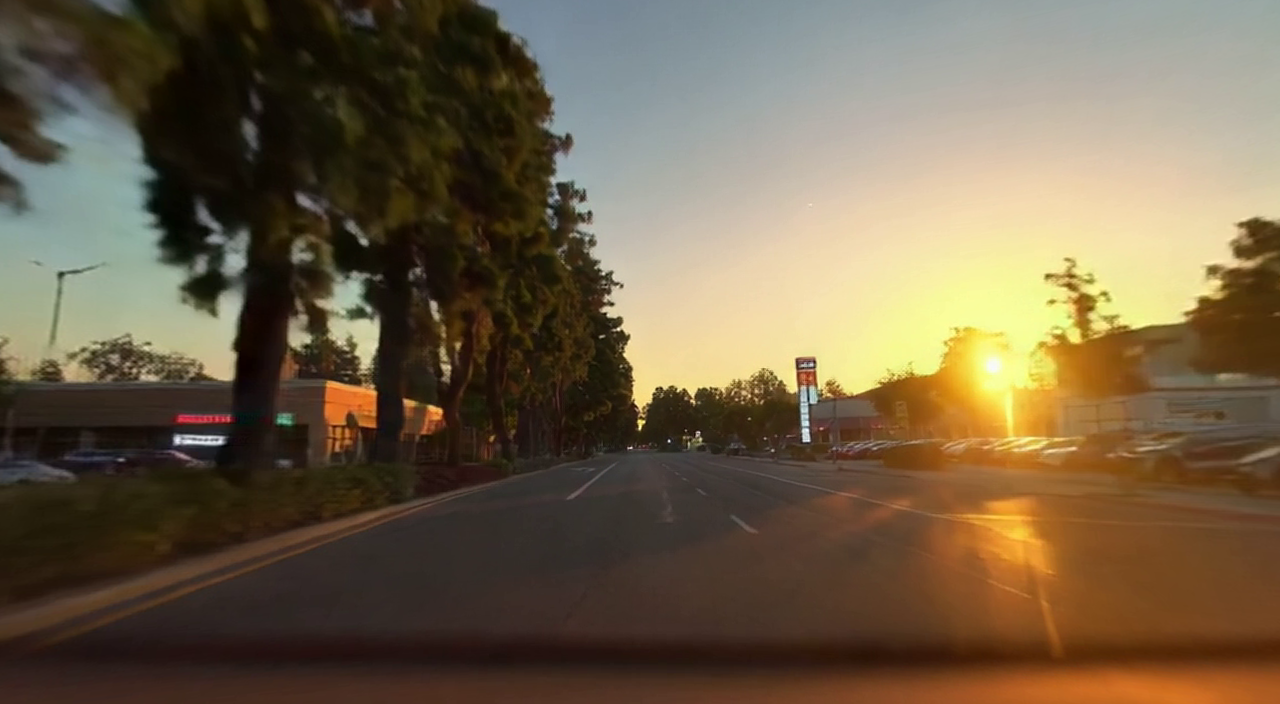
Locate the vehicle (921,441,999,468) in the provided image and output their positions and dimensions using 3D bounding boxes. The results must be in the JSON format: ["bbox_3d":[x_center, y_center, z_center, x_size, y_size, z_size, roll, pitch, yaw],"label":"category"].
[{"bbox_3d":[18.664,5.987,37.077,1.846,1.466,4.679,0,-9,-4],"label":"vehicle"}]

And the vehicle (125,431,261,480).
[{"bbox_3d":[-28.190,6.527,40.058,6.354,2.899,2.812,0,-9,-1],"label":"vehicle"}]

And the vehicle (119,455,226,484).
[{"bbox_3d":[-27.487,6.919,37.263,4.564,1.494,2.183,-2,-10,-2],"label":"vehicle"}]

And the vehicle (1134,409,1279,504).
[{"bbox_3d":[14.949,2.394,14.772,2.235,2.016,5.481,-3,-9,0],"label":"vehicle"}]

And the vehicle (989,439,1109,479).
[{"bbox_3d":[16.470,4.341,25.788,1.880,1.477,4.556,-1,-9,1],"label":"vehicle"}]
